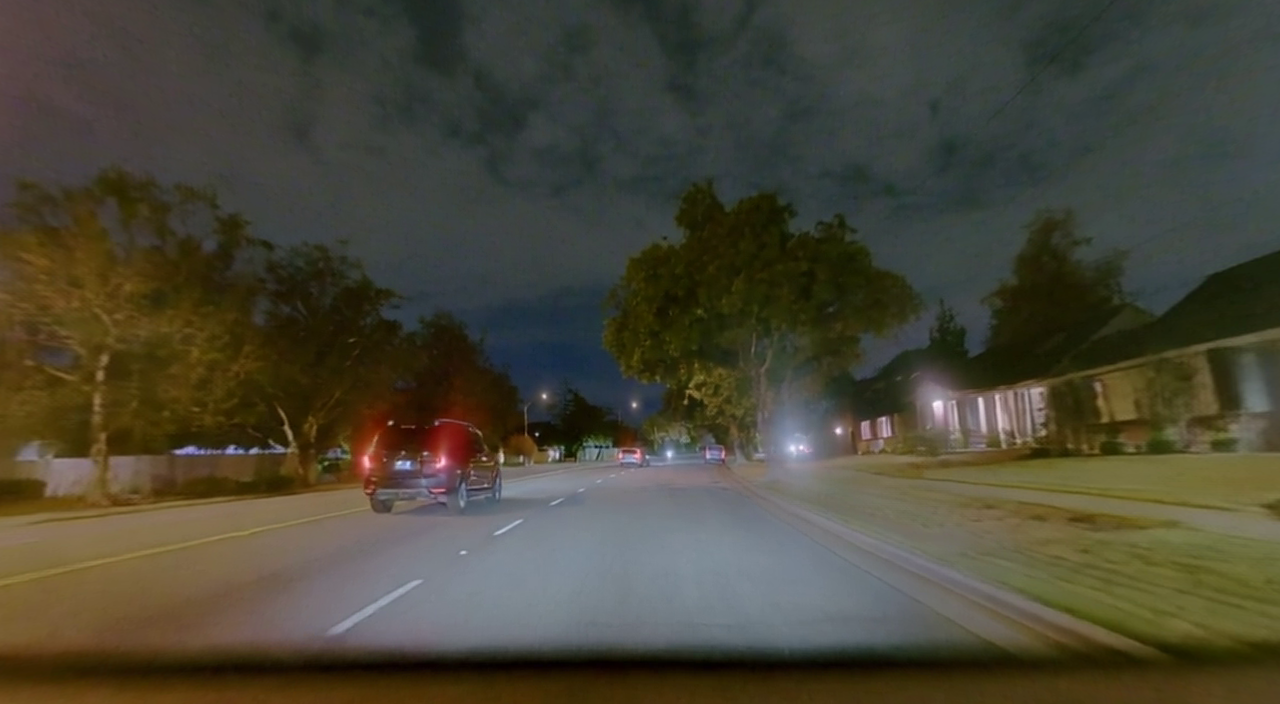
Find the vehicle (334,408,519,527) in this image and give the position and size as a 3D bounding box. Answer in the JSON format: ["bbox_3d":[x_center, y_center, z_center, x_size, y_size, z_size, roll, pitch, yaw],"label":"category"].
[{"bbox_3d":[-4.274,2.434,13.818,2.085,2.084,5.133,0,-9,2],"label":"vehicle"}]

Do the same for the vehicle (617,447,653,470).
[{"bbox_3d":[-0.336,8.132,48.437,2.001,1.664,4.174,-1,-9,10],"label":"vehicle"}]
